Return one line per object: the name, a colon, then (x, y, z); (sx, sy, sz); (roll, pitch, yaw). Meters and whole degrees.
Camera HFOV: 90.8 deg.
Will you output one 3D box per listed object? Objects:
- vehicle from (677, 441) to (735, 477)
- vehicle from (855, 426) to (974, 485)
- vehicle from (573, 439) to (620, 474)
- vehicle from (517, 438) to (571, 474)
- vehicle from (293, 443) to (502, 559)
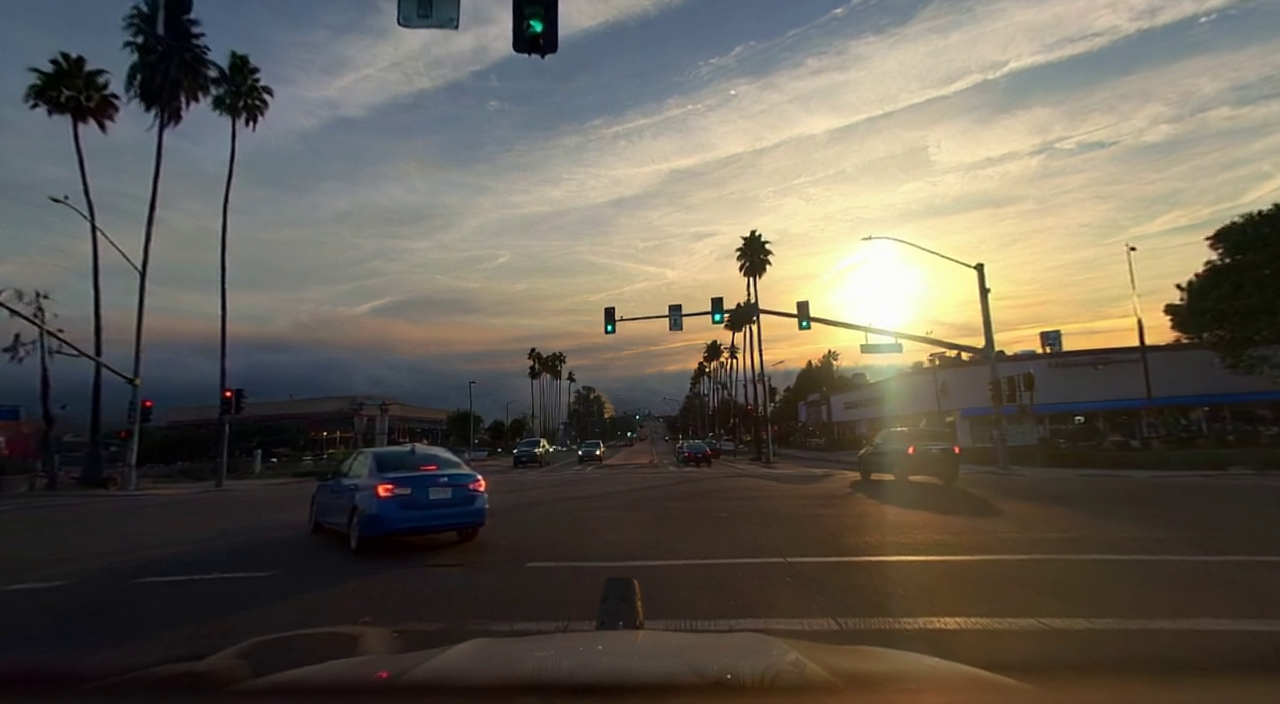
vehicle: (2.842, 4.724, 28.077); (1.977, 1.449, 4.254); (0, -8, -2)
vehicle: (9.604, 3.676, 22.621); (2.059, 1.859, 4.690); (0, -8, -1)
vehicle: (-2.202, 5.478, 33.326); (2.041, 1.473, 4.221); (-1, -5, 2)
vehicle: (-4.983, 5.441, 33.305); (2.187, 1.740, 4.022); (0, -8, 0)
vehicle: (-4.173, 2.255, 10.461); (2.089, 1.471, 4.206); (6, -10, -36)
